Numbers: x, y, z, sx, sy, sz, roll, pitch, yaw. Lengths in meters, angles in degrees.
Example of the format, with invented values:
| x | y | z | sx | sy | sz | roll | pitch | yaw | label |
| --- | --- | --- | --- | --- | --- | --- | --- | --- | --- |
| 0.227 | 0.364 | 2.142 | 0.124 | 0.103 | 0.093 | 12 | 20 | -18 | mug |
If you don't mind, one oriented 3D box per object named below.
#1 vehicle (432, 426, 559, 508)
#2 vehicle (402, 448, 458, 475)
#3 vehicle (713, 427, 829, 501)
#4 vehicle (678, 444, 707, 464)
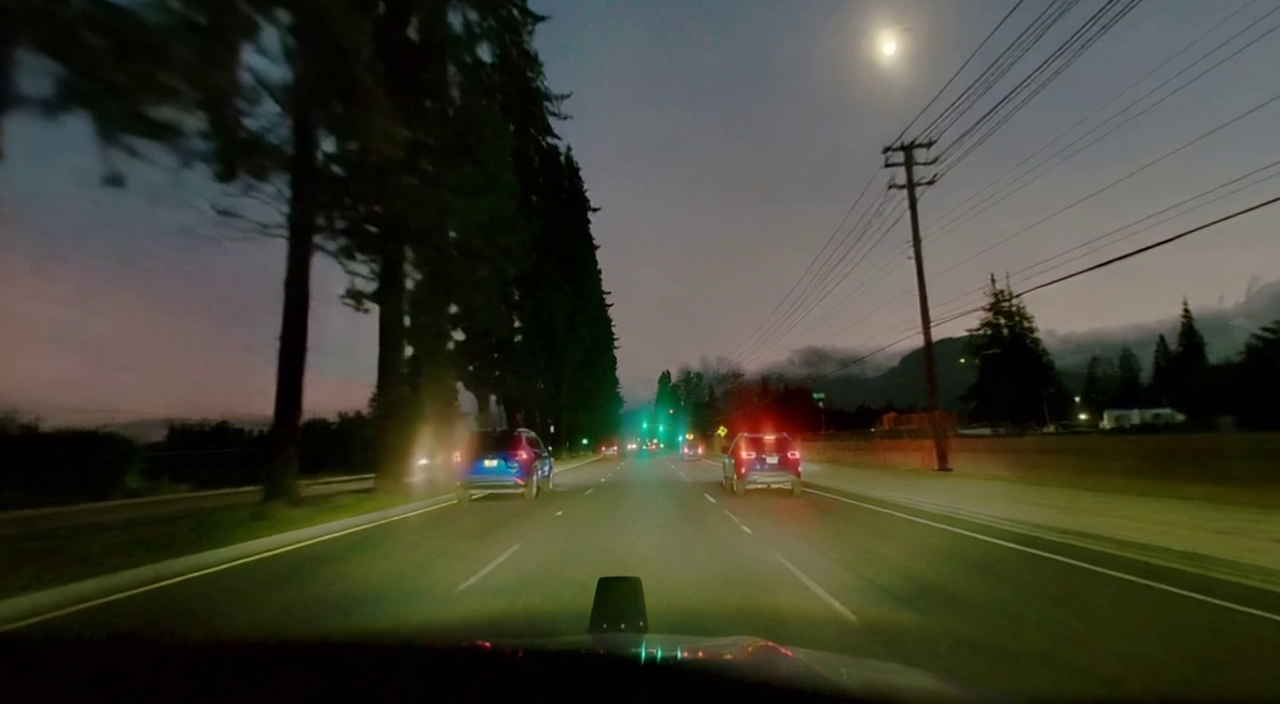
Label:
| x | y | z | sx | sy | sz | roll | pitch | yaw | label |
| --- | --- | --- | --- | --- | --- | --- | --- | --- | --- |
| -3.463 | 2.872 | 16.136 | 2.104 | 1.785 | 4.494 | 0 | -9 | 1 | vehicle |
| -13.478 | 7.034 | 40.745 | 1.961 | 1.655 | 4.491 | 0 | -9 | 1 | vehicle |
| 3.402 | 3.031 | 17.426 | 2.182 | 1.744 | 4.464 | 0 | -9 | -1 | vehicle |
| 4.058 | 7.904 | 49.159 | 1.906 | 1.468 | 4.422 | 0 | -9 | 0 | vehicle |
